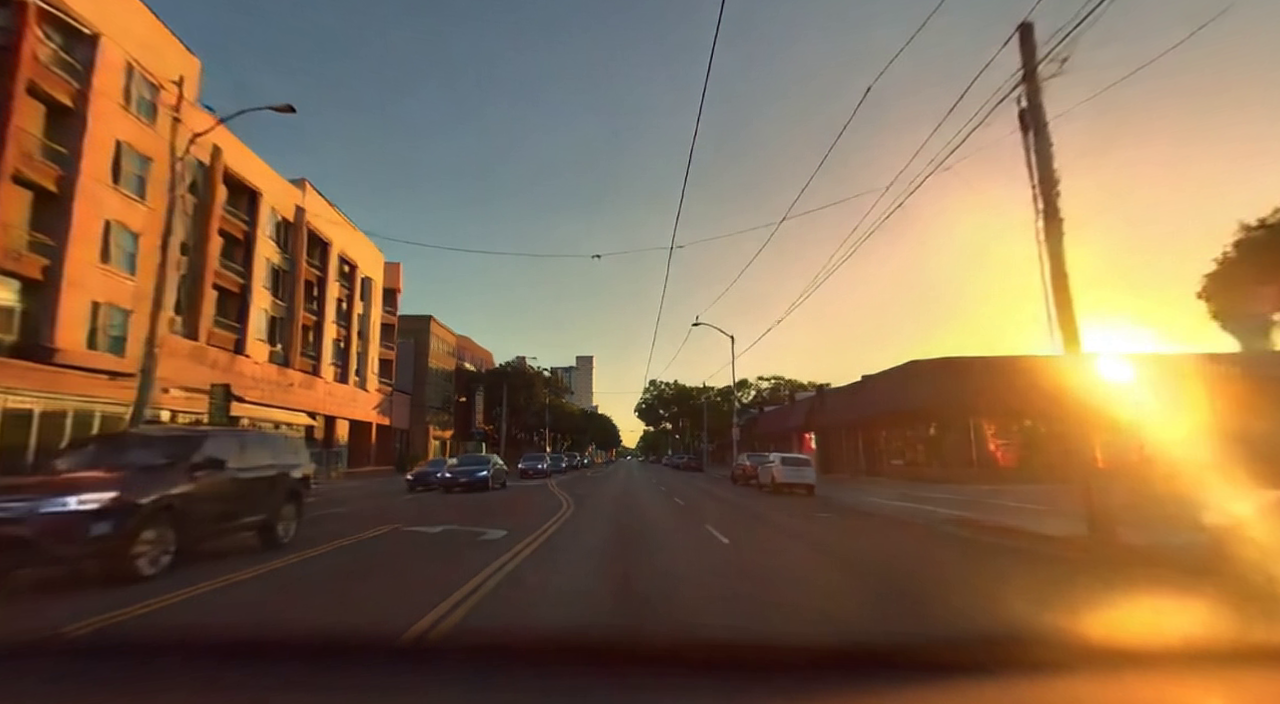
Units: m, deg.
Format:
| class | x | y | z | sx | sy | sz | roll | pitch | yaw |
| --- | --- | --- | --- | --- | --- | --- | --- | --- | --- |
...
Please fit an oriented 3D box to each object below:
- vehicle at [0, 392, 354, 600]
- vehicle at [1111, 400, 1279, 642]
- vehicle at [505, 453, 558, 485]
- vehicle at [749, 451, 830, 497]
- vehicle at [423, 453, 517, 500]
| class | x | y | z | sx | sy | sz | roll | pitch | yaw |
| --- | --- | --- | --- | --- | --- | --- | --- | --- | --- |
| vehicle | -5.816 | 1.706 | 8.326 | 1.937 | 1.944 | 4.640 | 0 | -9 | -1 |
| vehicle | 5.844 | 1.124 | 3.798 | 2.059 | 1.804 | 5.182 | 0 | -9 | 1 |
| vehicle | -5.571 | 6.054 | 32.978 | 1.949 | 1.533 | 3.864 | 0 | -9 | 2 |
| vehicle | 5.583 | 4.590 | 24.226 | 1.957 | 1.572 | 4.418 | 0 | -9 | -1 |
| vehicle | -5.817 | 4.292 | 22.201 | 2.052 | 1.481 | 4.248 | 0 | -9 | 1 |
